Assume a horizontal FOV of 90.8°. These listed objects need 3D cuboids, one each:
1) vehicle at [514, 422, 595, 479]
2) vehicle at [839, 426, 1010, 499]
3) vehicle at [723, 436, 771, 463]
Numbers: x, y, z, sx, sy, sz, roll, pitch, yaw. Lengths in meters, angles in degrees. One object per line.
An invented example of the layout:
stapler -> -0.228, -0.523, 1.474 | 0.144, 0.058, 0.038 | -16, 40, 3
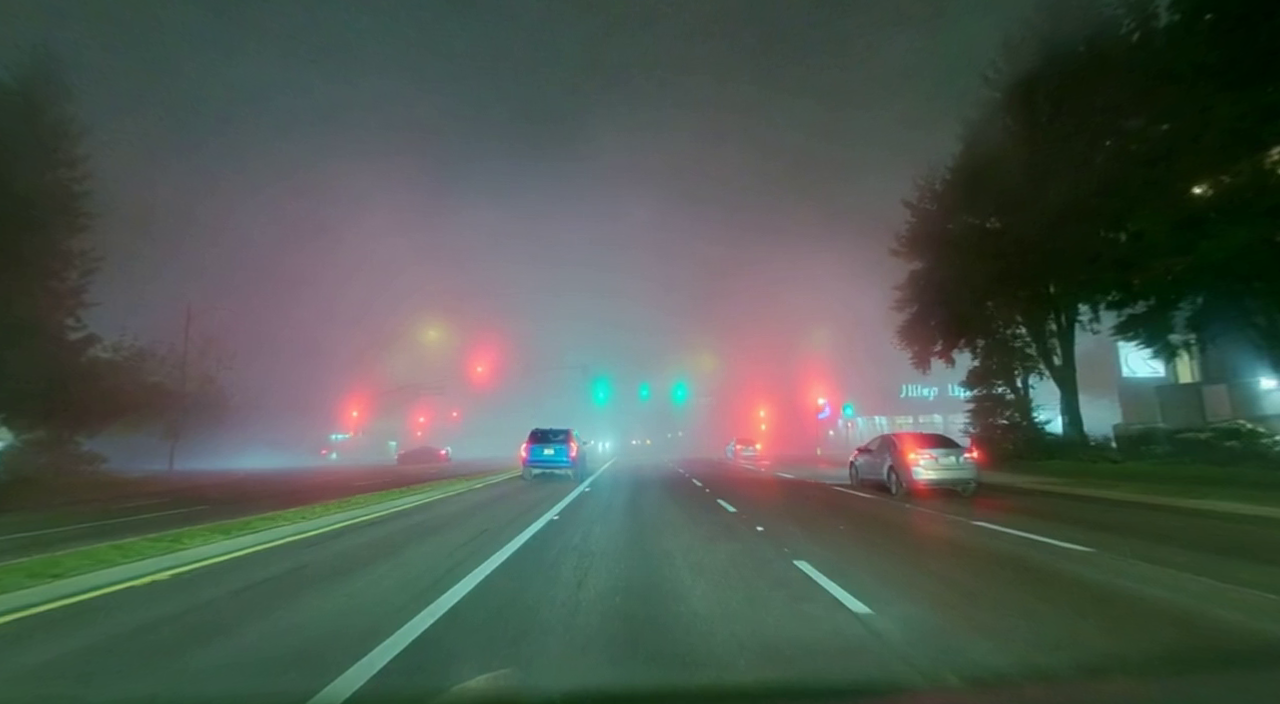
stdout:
vehicle -> -3.047, 3.669, 23.670 | 2.313, 1.883, 5.016 | 0, -8, 0
vehicle -> 6.797, 2.702, 15.852 | 2.014, 1.539, 4.852 | 0, -8, 0
vehicle -> 6.419, 5.896, 38.372 | 1.972, 1.476, 4.775 | 0, -8, -2
